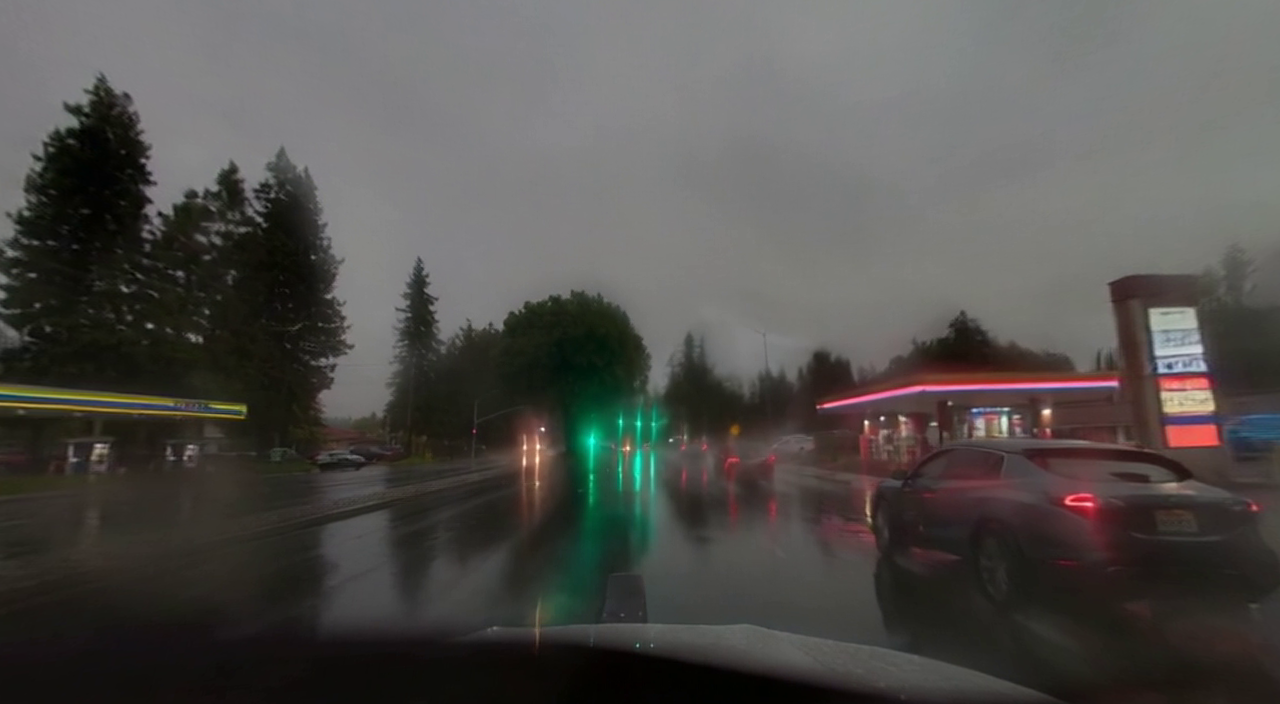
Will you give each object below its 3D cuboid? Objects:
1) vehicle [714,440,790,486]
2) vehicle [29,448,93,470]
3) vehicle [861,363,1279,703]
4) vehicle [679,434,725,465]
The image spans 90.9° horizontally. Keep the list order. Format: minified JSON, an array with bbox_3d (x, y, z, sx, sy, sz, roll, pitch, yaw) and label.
[{"bbox_3d":[3.802,3.835,22.083,1.871,1.442,4.122,0,-9,0],"label":"vehicle"},{"bbox_3d":[-43.988,8.095,48.007,1.820,1.459,4.381,1,-8,-18],"label":"vehicle"},{"bbox_3d":[3.620,1.244,5.081,1.875,1.665,4.931,0,-9,0],"label":"vehicle"},{"bbox_3d":[4.105,6.588,42.597,2.611,1.983,5.165,0,-9,0],"label":"vehicle"}]
